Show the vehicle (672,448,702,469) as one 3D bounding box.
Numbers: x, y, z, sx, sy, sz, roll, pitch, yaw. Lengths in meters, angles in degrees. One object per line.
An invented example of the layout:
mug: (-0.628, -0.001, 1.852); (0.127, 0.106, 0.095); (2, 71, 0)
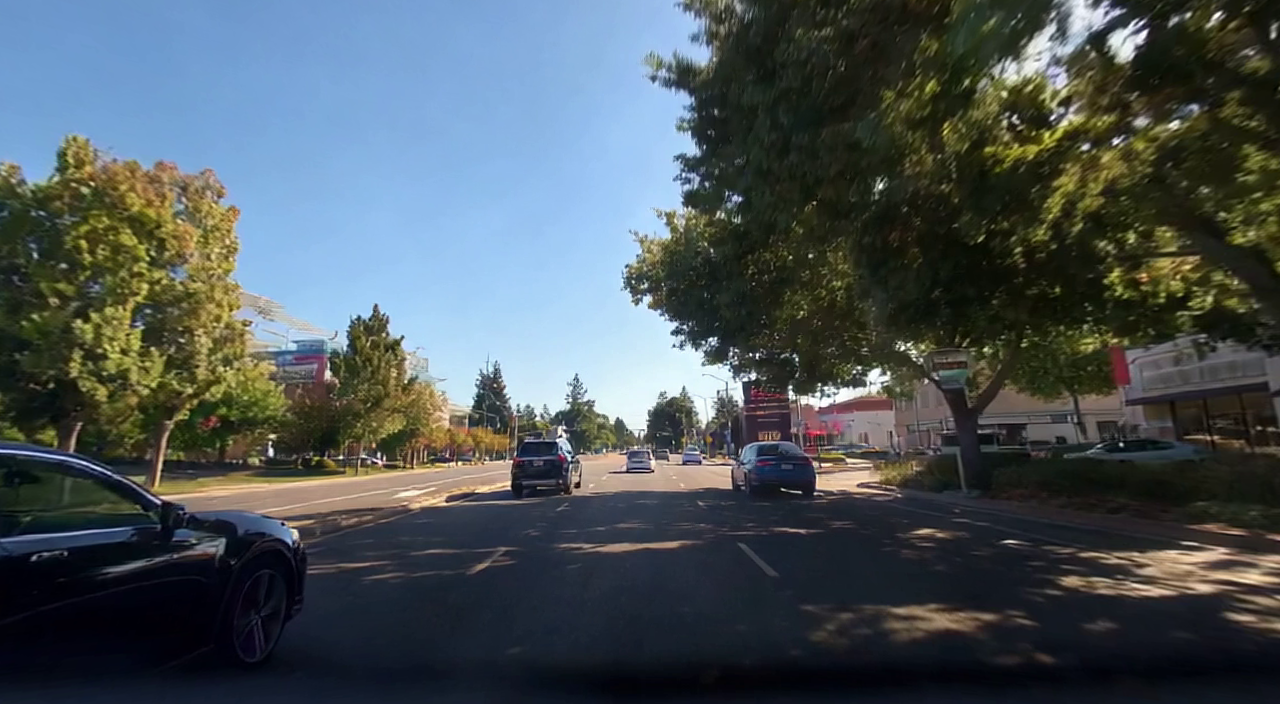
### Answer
vehicle: (3.595, 8.186, 48.742); (1.986, 1.494, 4.142); (0, -8, -1)

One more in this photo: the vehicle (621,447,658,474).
vehicle: (-0.030, 6.343, 36.951); (2.069, 1.445, 3.965); (0, -8, 0)

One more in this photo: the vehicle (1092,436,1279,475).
vehicle: (19.797, 3.792, 23.067); (4.938, 1.368, 1.842); (-1, -9, 4)

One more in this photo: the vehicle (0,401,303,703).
vehicle: (-2.933, 0.782, 1.179); (1.956, 1.460, 4.802); (0, -8, 0)

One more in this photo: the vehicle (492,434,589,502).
vehicle: (-2.874, 3.477, 19.347); (2.193, 1.788, 4.603); (0, -8, 0)

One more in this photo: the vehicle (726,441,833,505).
vehicle: (3.613, 3.210, 17.202); (1.904, 1.490, 4.299); (0, -8, -1)
